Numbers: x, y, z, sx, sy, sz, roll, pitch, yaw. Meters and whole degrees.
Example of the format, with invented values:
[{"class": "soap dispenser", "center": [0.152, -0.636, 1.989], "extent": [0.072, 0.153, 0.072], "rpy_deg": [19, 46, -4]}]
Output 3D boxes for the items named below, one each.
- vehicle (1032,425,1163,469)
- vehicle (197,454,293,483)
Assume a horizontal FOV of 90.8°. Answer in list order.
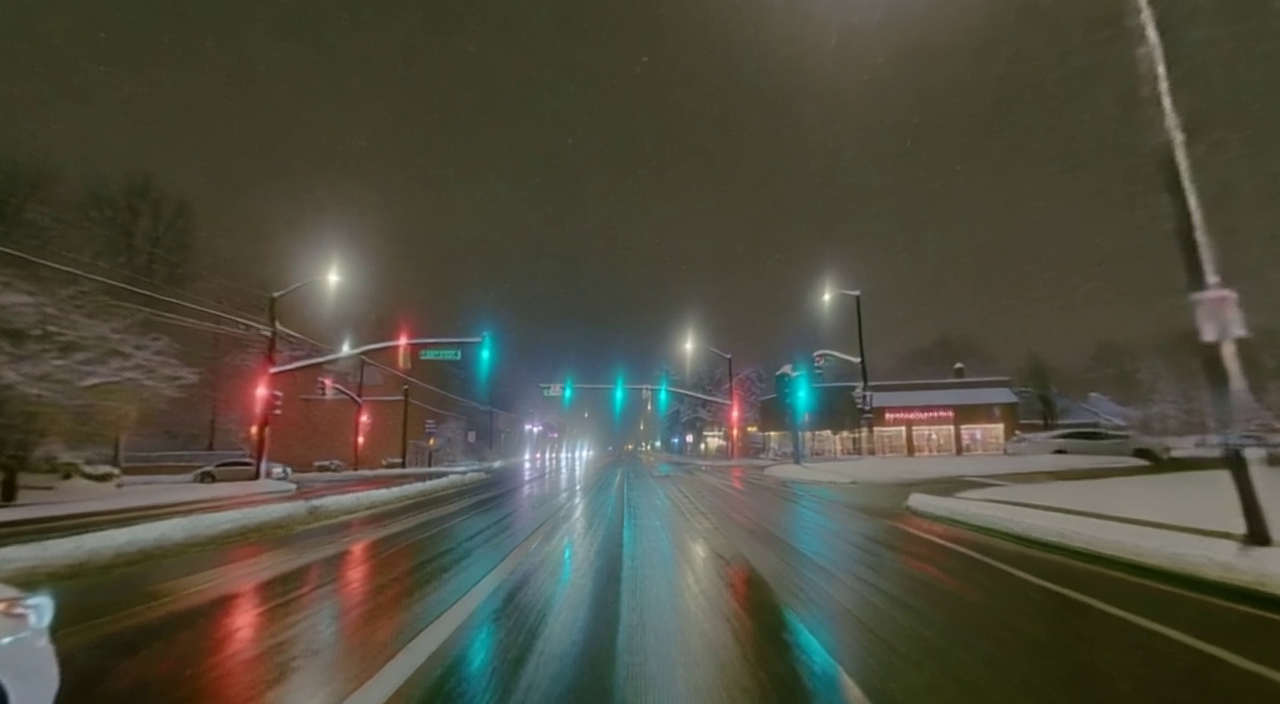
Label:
[{"class": "vehicle", "center": [18.698, 3.924, 26.119], "extent": [1.879, 1.643, 4.484], "rpy_deg": [0, -9, -3]}, {"class": "vehicle", "center": [-25.134, 7.416, 40.321], "extent": [4.727, 1.719, 2.095], "rpy_deg": [-1, -9, 2]}]
